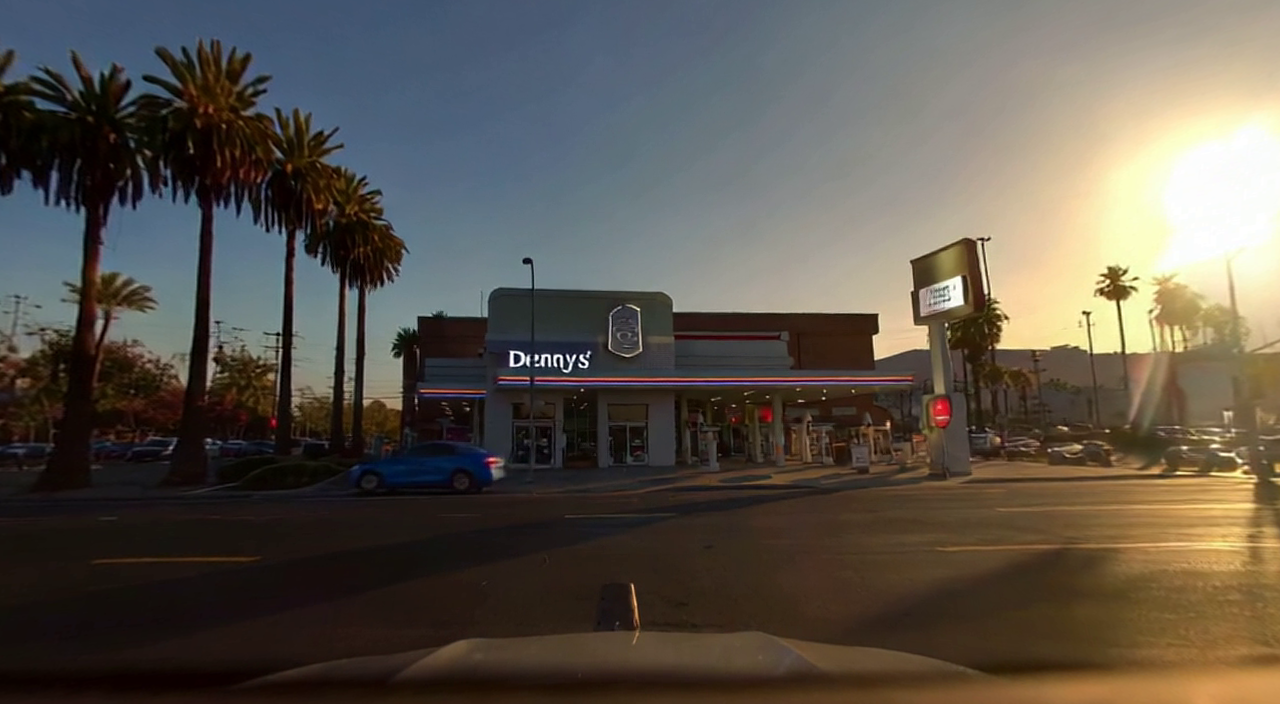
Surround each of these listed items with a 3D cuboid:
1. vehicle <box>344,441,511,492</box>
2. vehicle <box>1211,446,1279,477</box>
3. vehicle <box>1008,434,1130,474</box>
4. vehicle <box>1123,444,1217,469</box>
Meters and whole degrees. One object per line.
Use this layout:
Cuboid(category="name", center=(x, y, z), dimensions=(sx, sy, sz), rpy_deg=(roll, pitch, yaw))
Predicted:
Cuboid(category="vehicle", center=(-6.453, 3.527, 19.697), dimensions=(4.570, 1.480, 1.873), rpy_deg=(1, -9, -5))
Cuboid(category="vehicle", center=(32.165, 5.509, 32.042), dimensions=(2.074, 1.480, 4.369), rpy_deg=(1, -8, -6))
Cuboid(category="vehicle", center=(22.120, 5.230, 32.684), dimensions=(4.880, 1.754, 2.202), rpy_deg=(0, -5, -6))
Cuboid(category="vehicle", center=(34.343, 6.760, 41.116), dimensions=(1.805, 1.466, 4.641), rpy_deg=(1, -8, -7))
